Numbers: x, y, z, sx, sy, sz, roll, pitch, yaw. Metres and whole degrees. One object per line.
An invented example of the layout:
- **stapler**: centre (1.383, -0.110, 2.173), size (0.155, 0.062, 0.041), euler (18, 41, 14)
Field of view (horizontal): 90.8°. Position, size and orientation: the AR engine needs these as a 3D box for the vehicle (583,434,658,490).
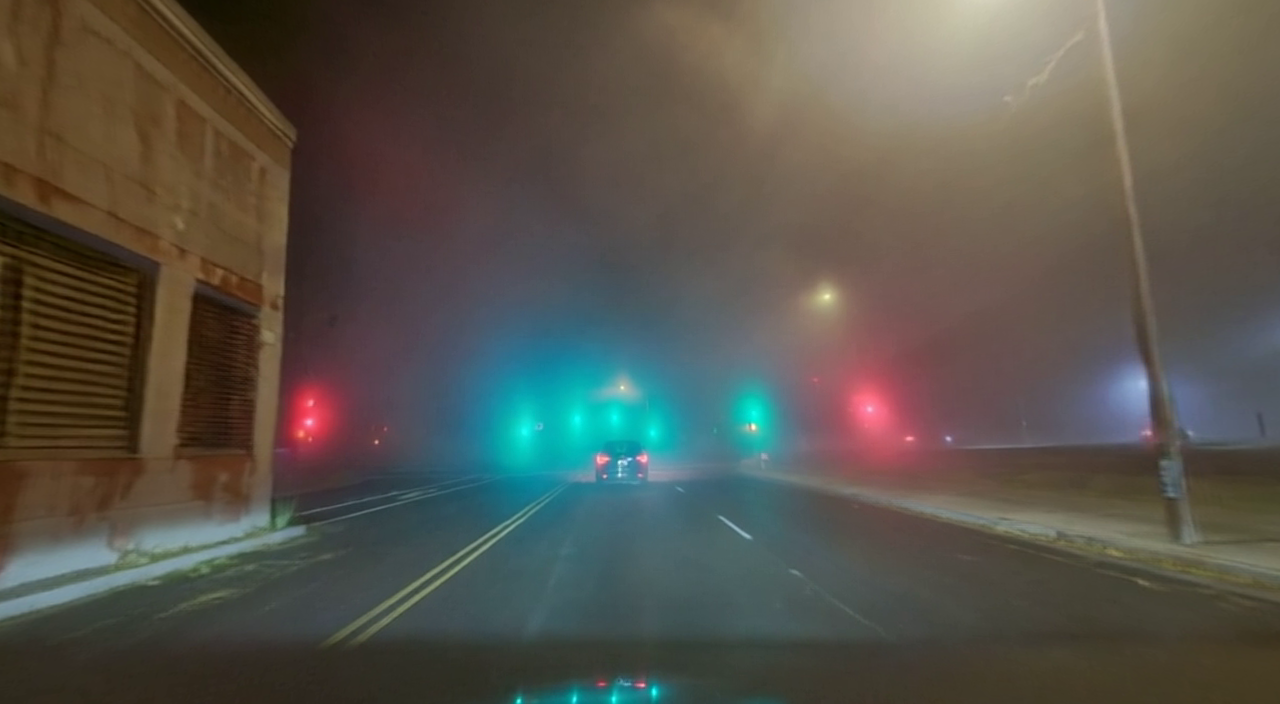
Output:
- **vehicle**: centre (-0.638, 3.628, 21.164), size (2.218, 1.657, 4.551), euler (0, -9, -1)
